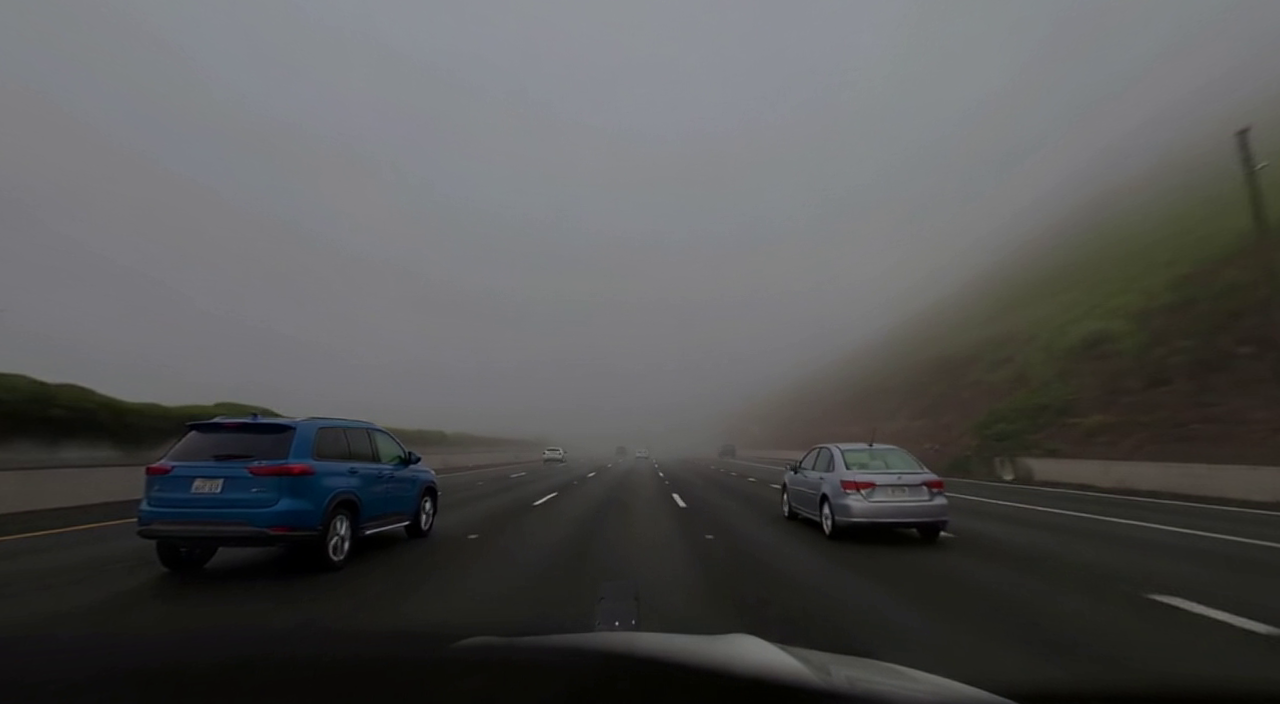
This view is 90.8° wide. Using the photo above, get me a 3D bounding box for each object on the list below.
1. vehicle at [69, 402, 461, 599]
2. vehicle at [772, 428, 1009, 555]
[{"bbox_3d":[-3.972,1.662,7.971,2.047,1.715,4.689,0,-9,0],"label":"vehicle"},{"bbox_3d":[3.475,2.006,9.813,1.847,1.493,4.303,0,-9,-1],"label":"vehicle"}]
